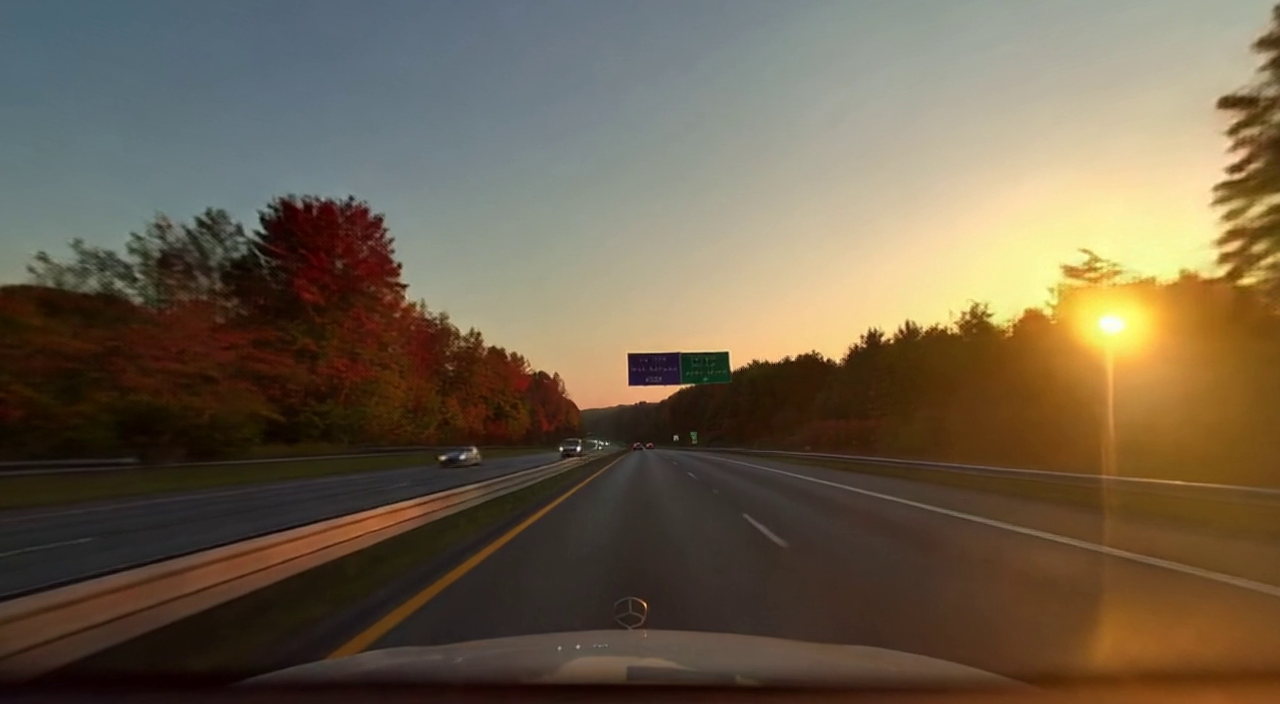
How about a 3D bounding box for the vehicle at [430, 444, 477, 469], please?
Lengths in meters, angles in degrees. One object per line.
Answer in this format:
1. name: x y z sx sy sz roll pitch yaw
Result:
1. vehicle: -12.219 6.827 41.357 1.838 1.517 3.901 0 -8 1
